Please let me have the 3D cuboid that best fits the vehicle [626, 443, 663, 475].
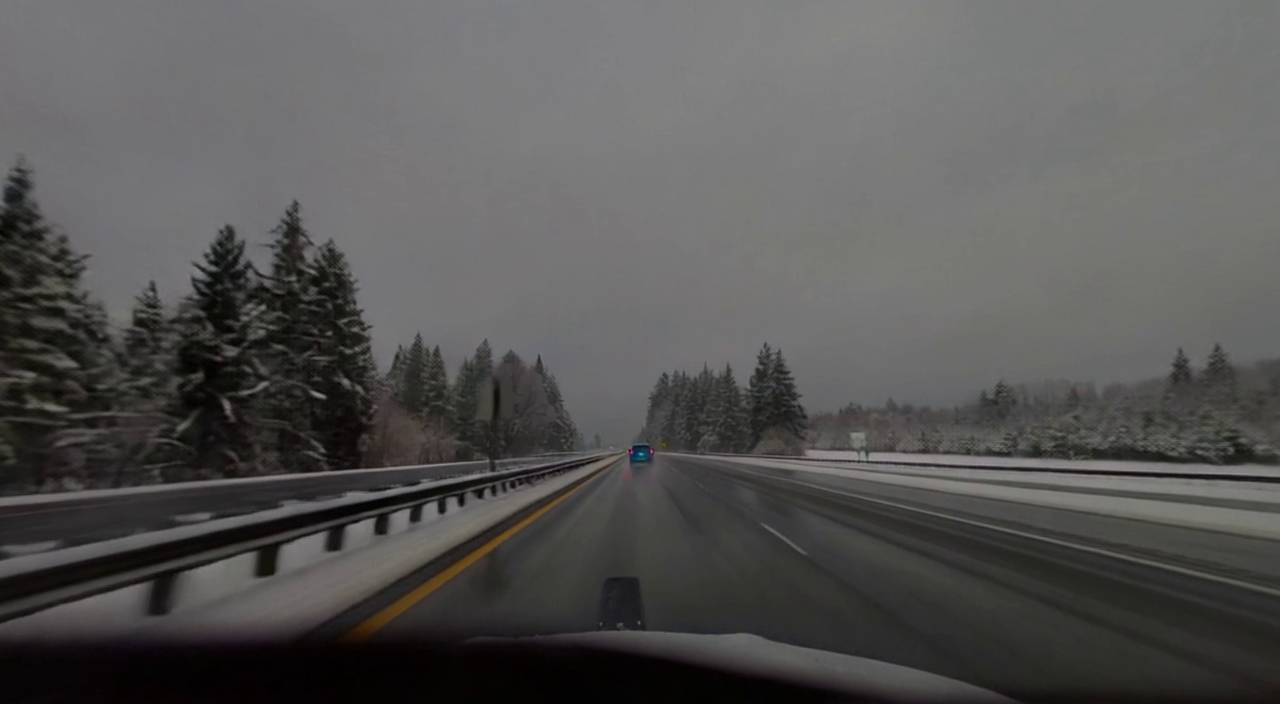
[{"bbox_3d":[0.208,6.022,35.622,1.987,1.658,3.620,0,-9,0],"label":"vehicle"}]
